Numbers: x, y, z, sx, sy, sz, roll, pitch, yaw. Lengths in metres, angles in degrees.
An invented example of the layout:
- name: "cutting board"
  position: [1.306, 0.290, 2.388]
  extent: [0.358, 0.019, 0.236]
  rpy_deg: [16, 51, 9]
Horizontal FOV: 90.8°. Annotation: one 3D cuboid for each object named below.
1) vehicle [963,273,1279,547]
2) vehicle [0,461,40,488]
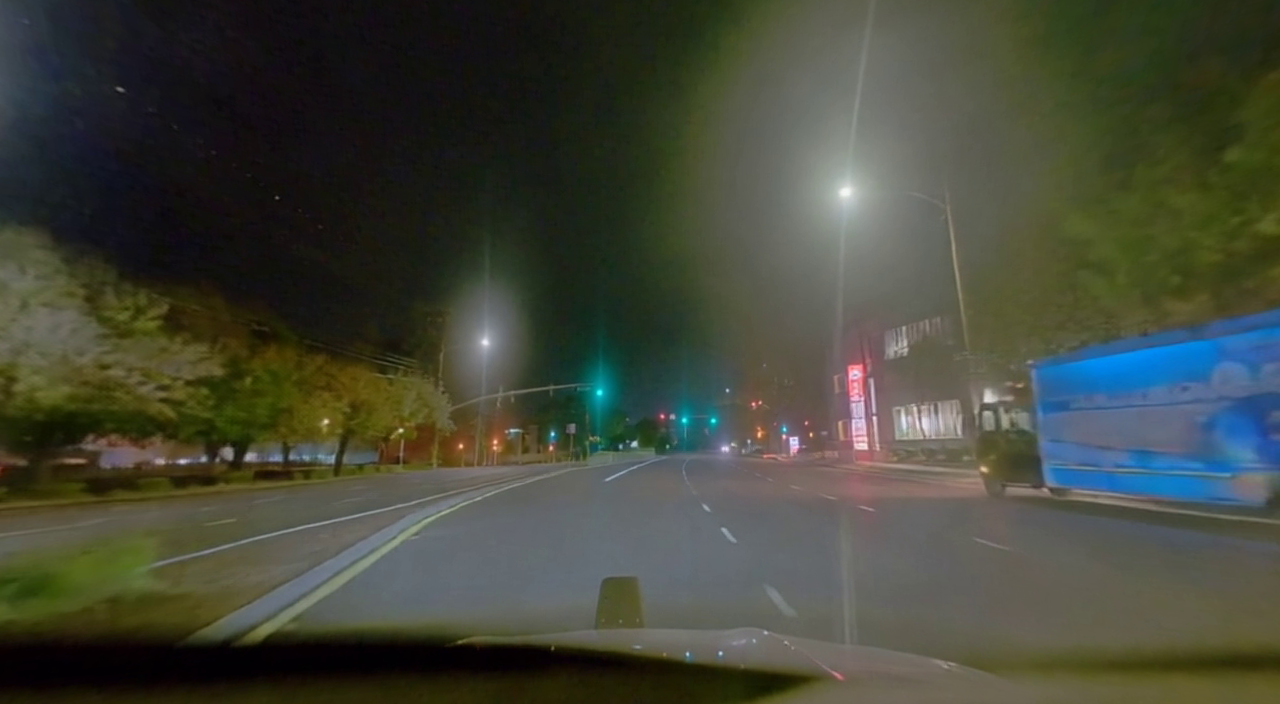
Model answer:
- name: "vehicle"
  position: [9.710, 1.074, 10.382]
  extent: [2.946, 3.506, 10.682]
  rpy_deg: [0, -9, -1]
- name: "vehicle"
  position: [-49.014, 9.380, 48.546]
  extent: [2.063, 1.854, 4.669]
  rpy_deg: [2, -9, -16]
